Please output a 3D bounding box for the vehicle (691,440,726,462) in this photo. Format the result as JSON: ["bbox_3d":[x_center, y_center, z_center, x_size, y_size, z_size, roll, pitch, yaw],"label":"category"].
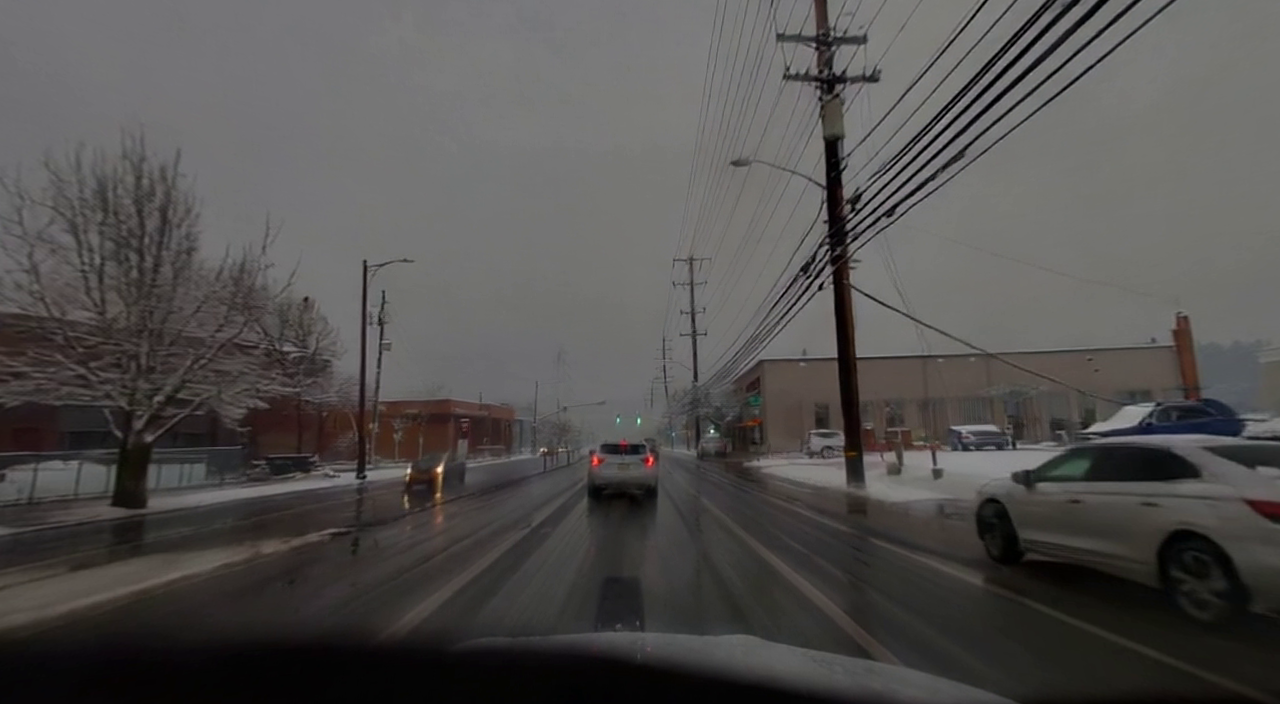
[{"bbox_3d":[4.804,6.953,44.650,1.908,1.470,3.935,0,-8,-2],"label":"vehicle"}]

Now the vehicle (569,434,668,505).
[{"bbox_3d":[-0.476,2.790,15.461,2.116,1.479,3.980,0,-8,-1],"label":"vehicle"}]

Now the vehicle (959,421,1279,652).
[{"bbox_3d":[5.217,1.488,6.028,1.937,1.523,4.541,0,-8,0],"label":"vehicle"}]
